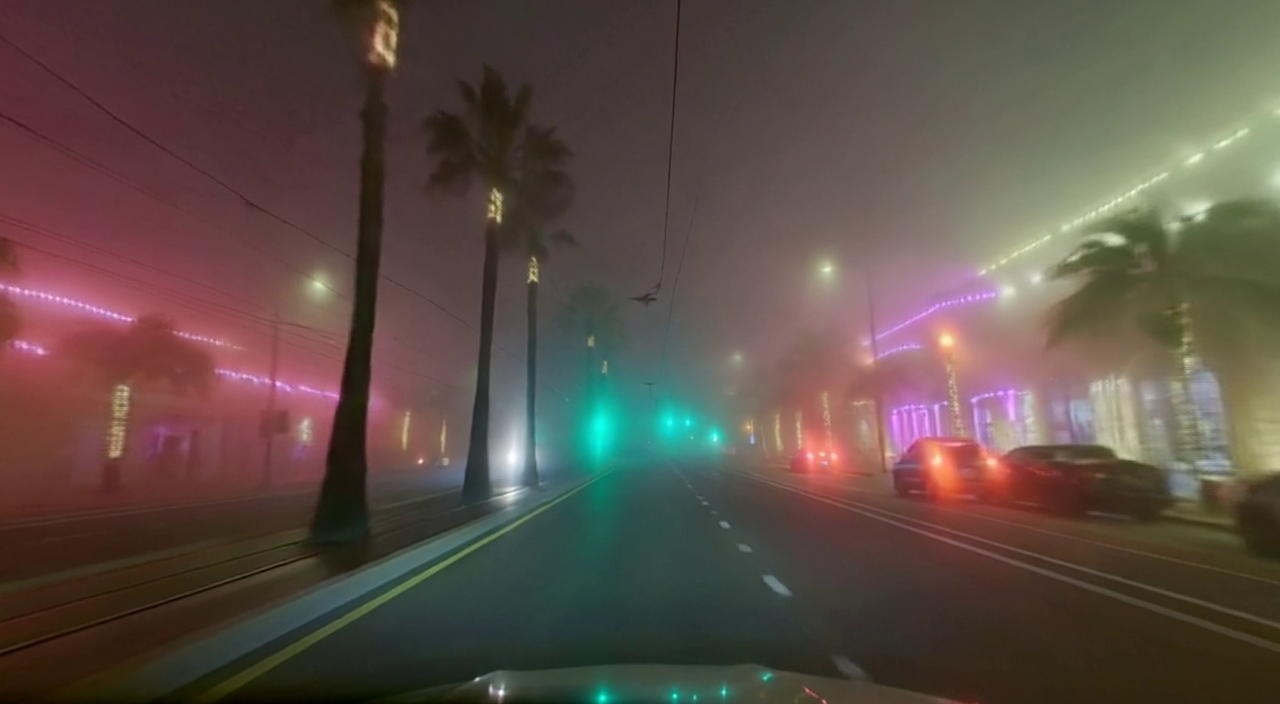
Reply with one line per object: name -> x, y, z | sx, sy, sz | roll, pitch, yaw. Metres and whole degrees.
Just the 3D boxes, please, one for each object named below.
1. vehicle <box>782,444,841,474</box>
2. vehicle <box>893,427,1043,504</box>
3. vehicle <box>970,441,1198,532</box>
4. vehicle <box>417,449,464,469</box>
vehicle -> 9.184, 5.763, 34.152 | 1.822, 1.494, 4.385 | 0, -8, -2
vehicle -> 8.789, 3.057, 17.370 | 1.900, 1.846, 4.002 | 0, -8, -1
vehicle -> 8.441, 2.541, 12.513 | 1.715, 1.500, 3.910 | 0, -8, 1
vehicle -> -15.270, 8.207, 48.544 | 1.993, 1.464, 4.740 | 0, -8, 1
